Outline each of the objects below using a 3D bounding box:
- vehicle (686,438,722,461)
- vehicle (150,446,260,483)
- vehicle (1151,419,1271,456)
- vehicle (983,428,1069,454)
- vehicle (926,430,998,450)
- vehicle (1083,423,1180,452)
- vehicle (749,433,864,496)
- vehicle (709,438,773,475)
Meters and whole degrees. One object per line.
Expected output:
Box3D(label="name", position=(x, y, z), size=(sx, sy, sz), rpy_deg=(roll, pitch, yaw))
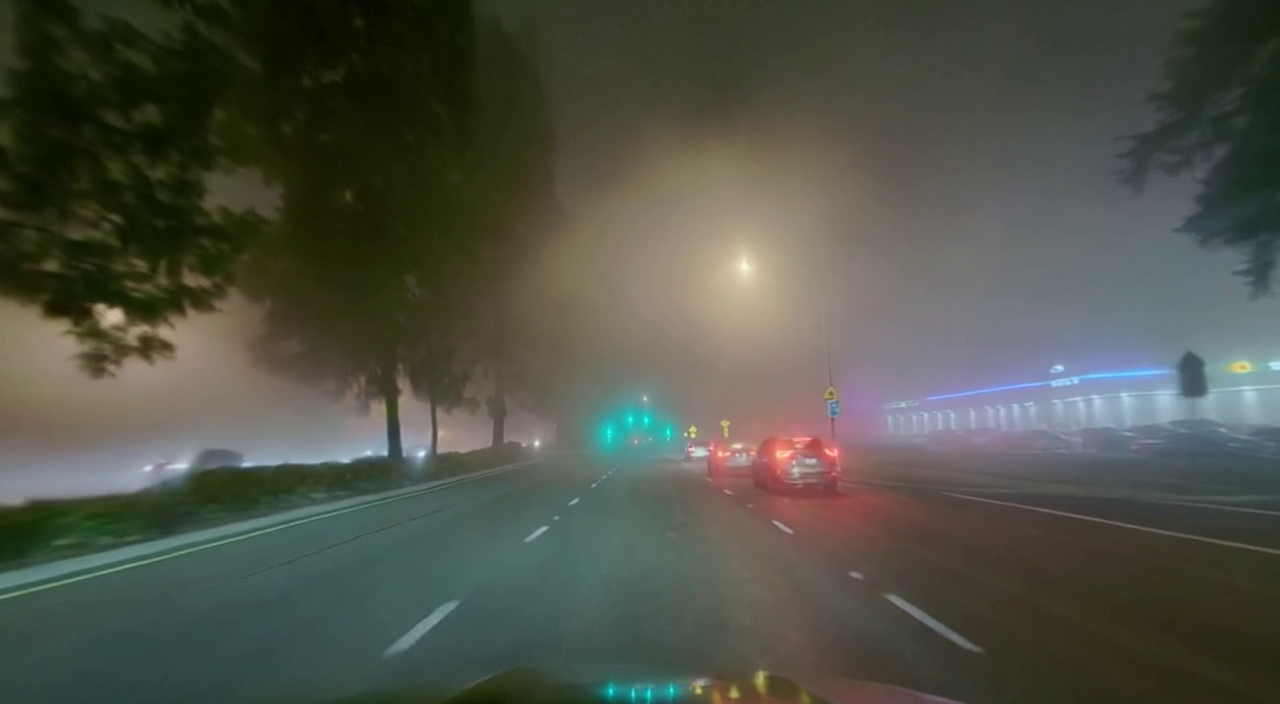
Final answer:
Box3D(label="vehicle", position=(4.325, 6.625, 43.205), size=(1.939, 1.474, 4.716), rpy_deg=(0, -8, -1))
Box3D(label="vehicle", position=(-20.787, 5.358, 30.421), size=(1.936, 1.603, 4.714), rpy_deg=(0, -8, 0))
Box3D(label="vehicle", position=(29.036, 4.330, 32.329), size=(1.811, 1.664, 5.065), rpy_deg=(-3, -7, 6))
Box3D(label="vehicle", position=(23.697, 5.483, 38.782), size=(1.837, 1.536, 4.036), rpy_deg=(6, -10, -37))
Box3D(label="vehicle", position=(24.120, 6.624, 47.410), size=(1.826, 1.424, 4.544), rpy_deg=(4, -9, -28))
Box3D(label="vehicle", position=(29.168, 5.100, 37.498), size=(1.859, 1.515, 3.978), rpy_deg=(-1, -8, -26))
Box3D(label="vehicle", position=(4.308, 2.964, 17.025), size=(1.913, 1.463, 4.198), rpy_deg=(0, -8, -1))
Box3D(label="vehicle", position=(4.190, 4.395, 26.817), size=(1.872, 1.431, 4.270), rpy_deg=(0, -8, -1))
